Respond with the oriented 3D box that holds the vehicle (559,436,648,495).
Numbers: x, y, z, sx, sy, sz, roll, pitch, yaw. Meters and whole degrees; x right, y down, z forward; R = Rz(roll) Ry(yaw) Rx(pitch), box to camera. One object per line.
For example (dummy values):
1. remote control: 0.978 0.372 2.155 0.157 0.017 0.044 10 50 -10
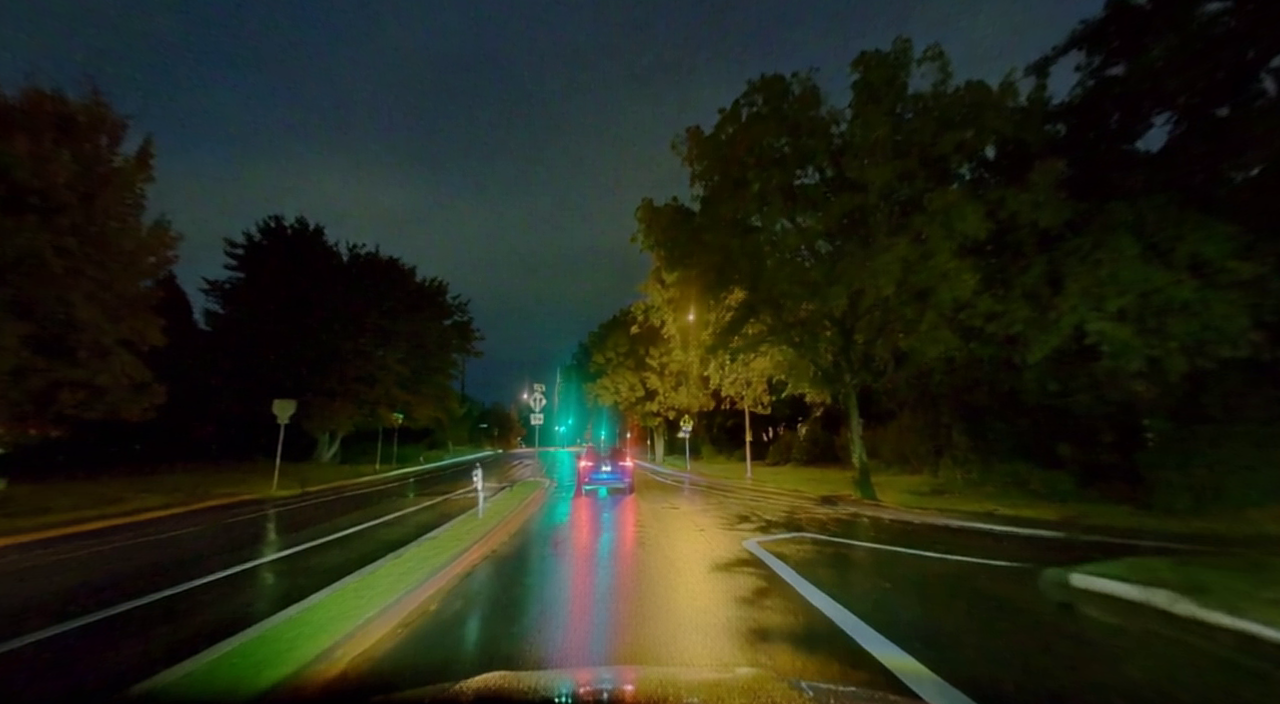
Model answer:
1. vehicle: -1.147 3.297 18.697 2.295 1.510 4.364 1 -9 -5
